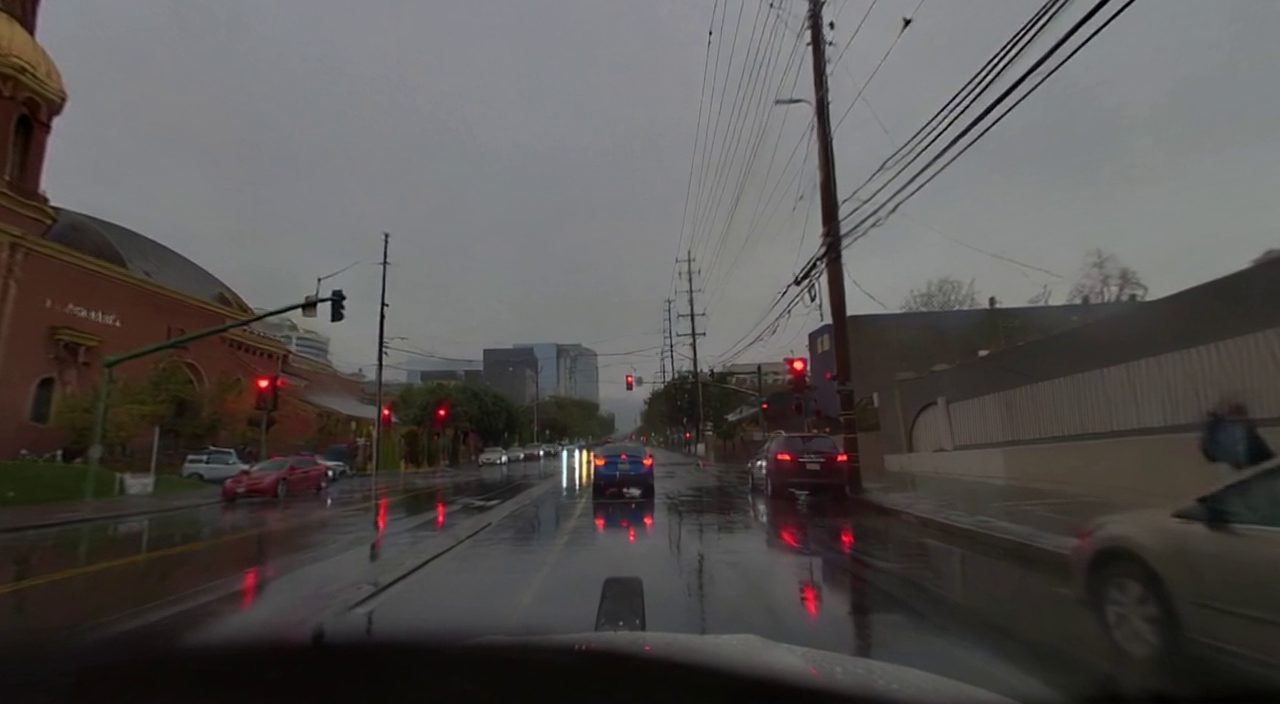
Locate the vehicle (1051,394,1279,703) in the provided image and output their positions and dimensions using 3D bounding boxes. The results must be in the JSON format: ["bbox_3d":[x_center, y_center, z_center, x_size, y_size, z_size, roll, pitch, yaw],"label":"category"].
[{"bbox_3d":[3.913,0.912,2.423,2.003,1.524,3.868,0,-7,-1],"label":"vehicle"}]

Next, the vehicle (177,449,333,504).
[{"bbox_3d":[-11.991,3.869,20.164,1.980,1.502,4.655,-1,-9,1],"label":"vehicle"}]

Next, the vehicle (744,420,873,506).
[{"bbox_3d":[3.899,2.658,15.444,2.015,1.780,4.261,0,-9,1],"label":"vehicle"}]

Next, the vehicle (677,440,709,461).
[{"bbox_3d":[3.938,7.479,47.858,1.933,1.479,4.430,0,-9,-1],"label":"vehicle"}]

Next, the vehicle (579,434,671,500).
[{"bbox_3d":[-0.352,2.885,16.276,2.049,1.453,4.299,0,-9,-1],"label":"vehicle"}]
